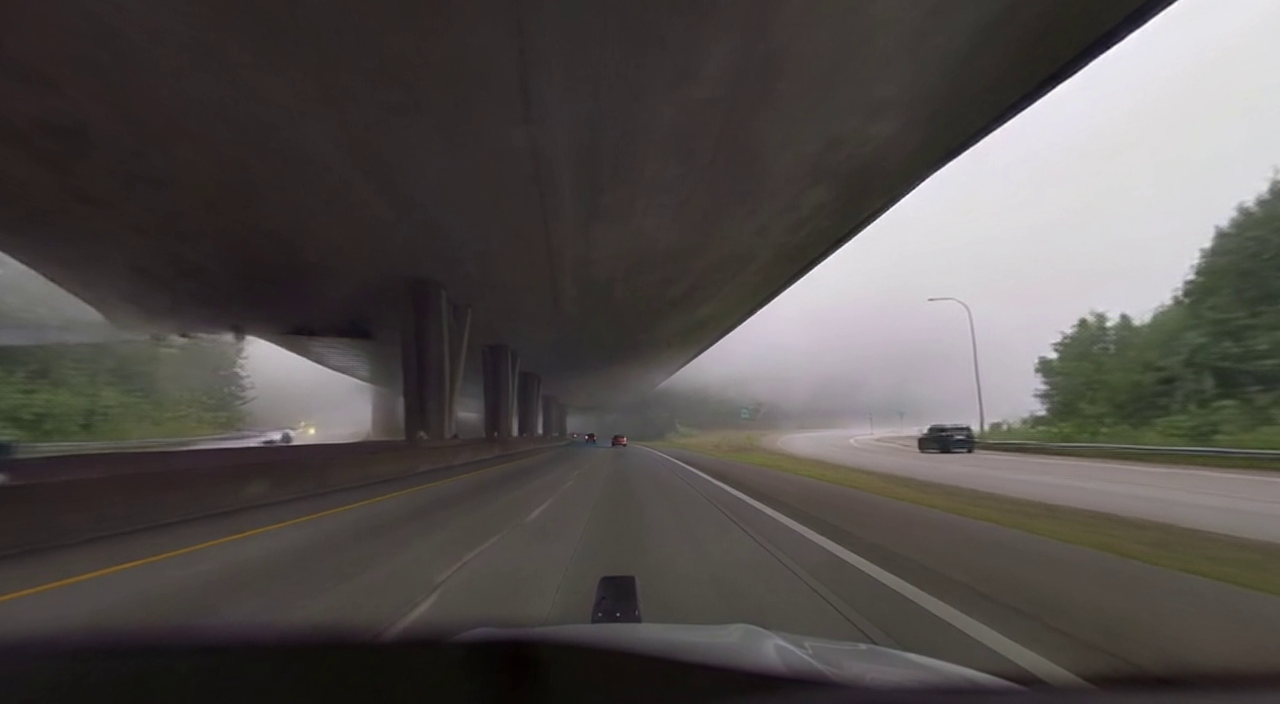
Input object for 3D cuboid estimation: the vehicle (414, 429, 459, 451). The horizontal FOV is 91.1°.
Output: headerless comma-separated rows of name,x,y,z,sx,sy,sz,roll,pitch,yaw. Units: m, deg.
vehicle,-13.303,5.762,41.273,1.758,1.408,3.818,0,-8,-1
